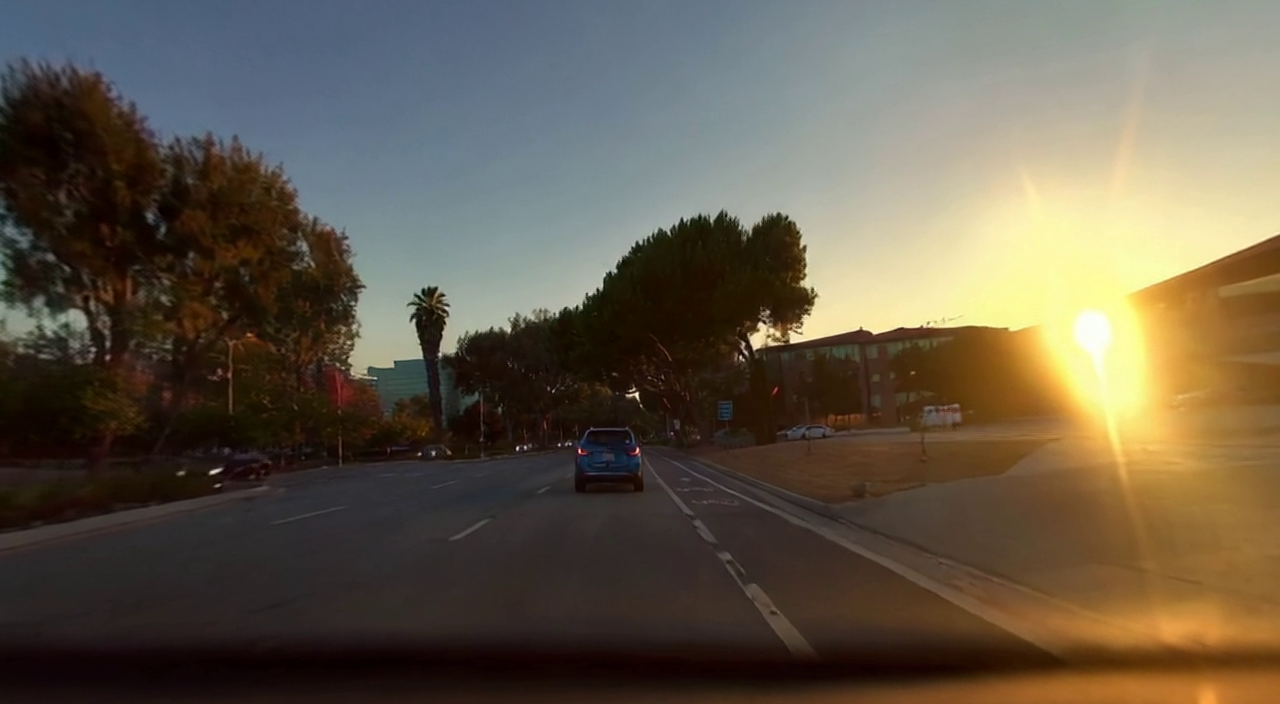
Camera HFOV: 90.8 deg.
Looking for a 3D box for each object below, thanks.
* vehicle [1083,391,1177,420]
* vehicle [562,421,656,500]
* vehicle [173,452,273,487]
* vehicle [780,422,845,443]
[{"bbox_3d":[32.515,3.633,42.077,1.851,1.595,4.463,4,-10,-28],"label":"vehicle"},{"bbox_3d":[-0.735,2.769,16.501,2.131,1.761,4.242,0,-8,-1],"label":"vehicle"},{"bbox_3d":[-19.341,5.450,29.591,1.945,1.444,4.406,1,-8,-4],"label":"vehicle"},{"bbox_3d":[12.482,5.853,45.845,4.204,1.486,1.781,0,-8,-1],"label":"vehicle"}]
